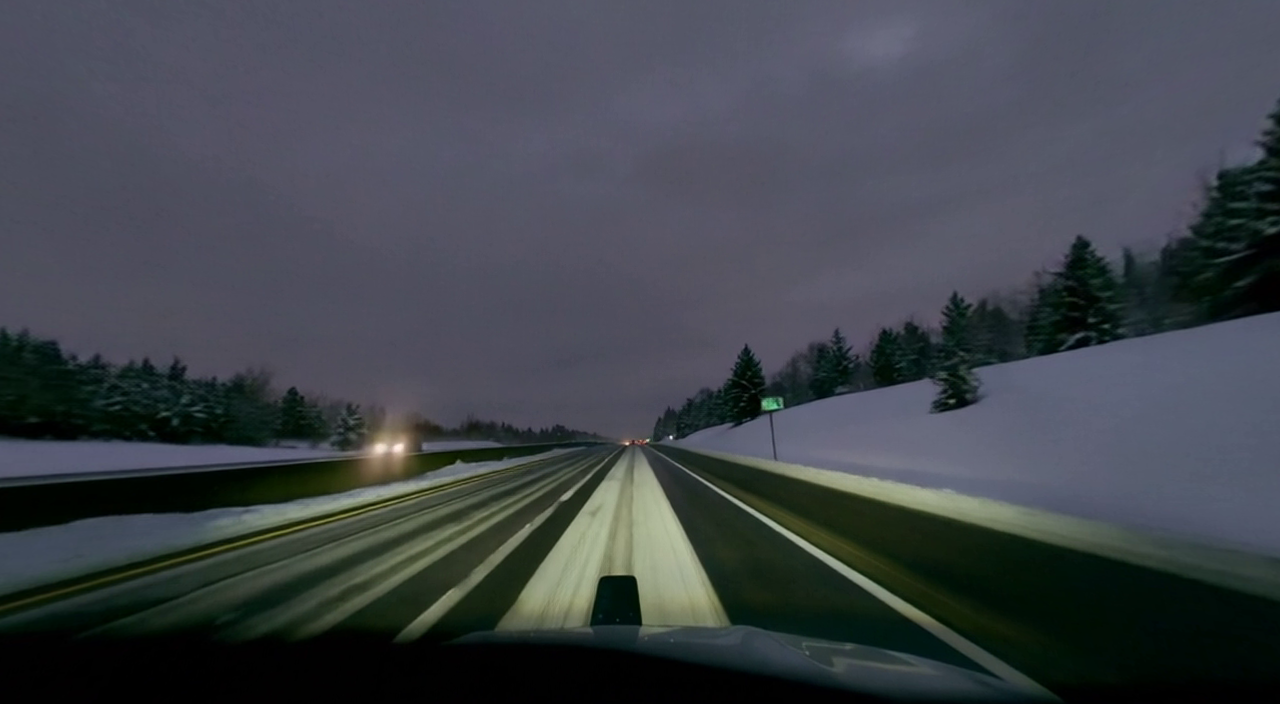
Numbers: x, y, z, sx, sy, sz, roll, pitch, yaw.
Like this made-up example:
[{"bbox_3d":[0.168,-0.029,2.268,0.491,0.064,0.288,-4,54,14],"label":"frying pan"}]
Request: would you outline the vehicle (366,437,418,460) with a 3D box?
[{"bbox_3d":[-17.207,6.698,43.795,1.867,1.511,4.116,0,-8,1],"label":"vehicle"}]
